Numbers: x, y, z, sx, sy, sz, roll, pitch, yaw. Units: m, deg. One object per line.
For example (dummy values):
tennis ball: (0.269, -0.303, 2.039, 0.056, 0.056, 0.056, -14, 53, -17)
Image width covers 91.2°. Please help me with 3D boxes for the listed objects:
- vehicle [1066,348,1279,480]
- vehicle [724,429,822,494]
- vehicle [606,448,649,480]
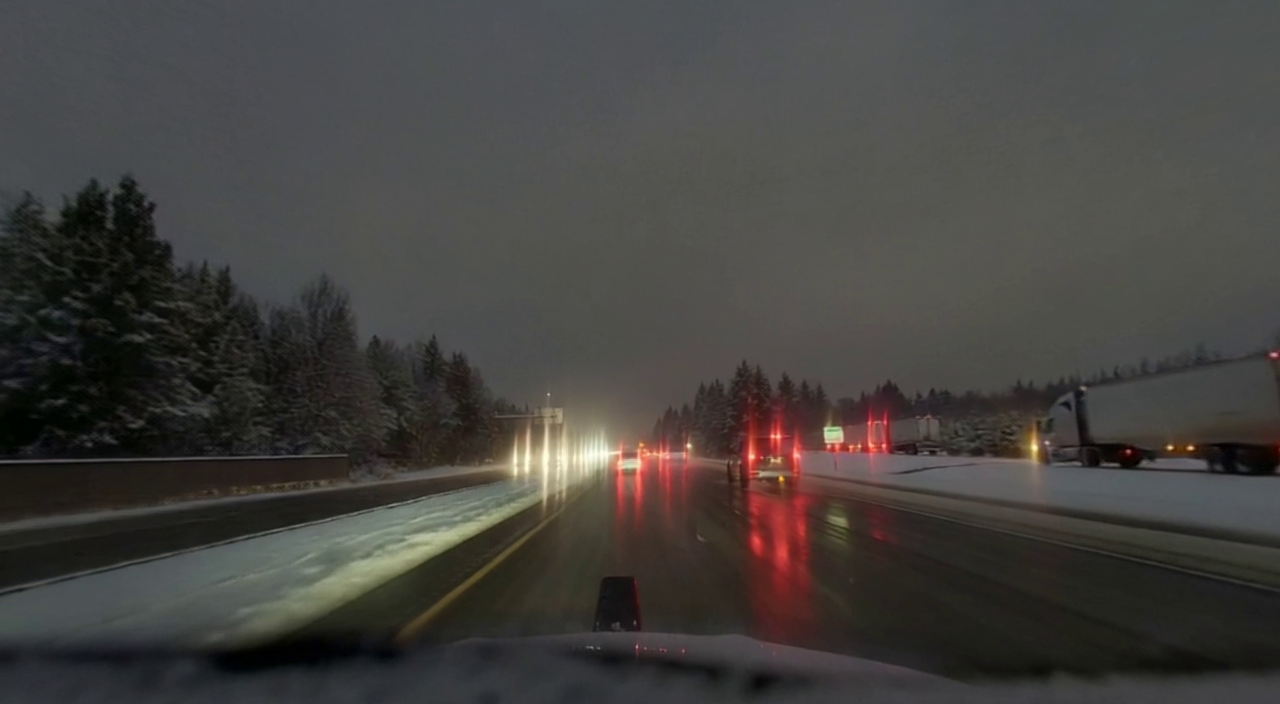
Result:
vehicle: (22.444, 2.788, 25.177, 2.890, 4.108, 13.635, -2, -9, 8)
vehicle: (4.424, 3.742, 21.730, 2.261, 1.952, 4.784, 0, -9, -1)
vehicle: (-0.620, 5.677, 31.997, 2.029, 1.483, 3.769, 0, -9, -1)
